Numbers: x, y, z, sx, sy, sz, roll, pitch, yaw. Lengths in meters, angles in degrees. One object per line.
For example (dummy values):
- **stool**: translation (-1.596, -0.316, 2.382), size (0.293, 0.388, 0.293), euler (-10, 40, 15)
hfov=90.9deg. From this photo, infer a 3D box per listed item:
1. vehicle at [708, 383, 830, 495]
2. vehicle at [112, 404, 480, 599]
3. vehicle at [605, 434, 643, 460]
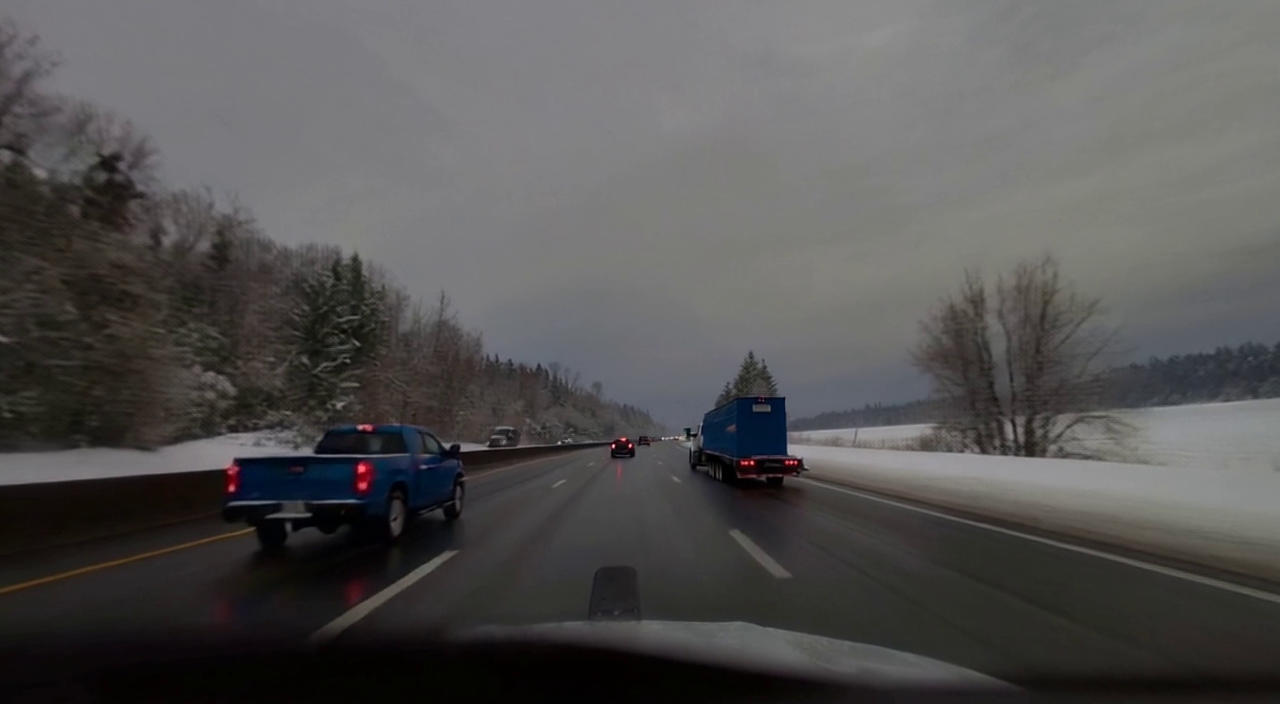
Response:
- **vehicle**: translation (3.203, 2.286, 16.638), size (2.256, 2.568, 4.049), euler (0, -8, -1)
- **vehicle**: translation (-3.373, 1.520, 7.347), size (2.008, 1.588, 4.147), euler (0, -8, -1)
- **vehicle**: translation (-0.933, 5.945, 39.485), size (2.195, 1.529, 4.572), euler (0, -8, 1)
